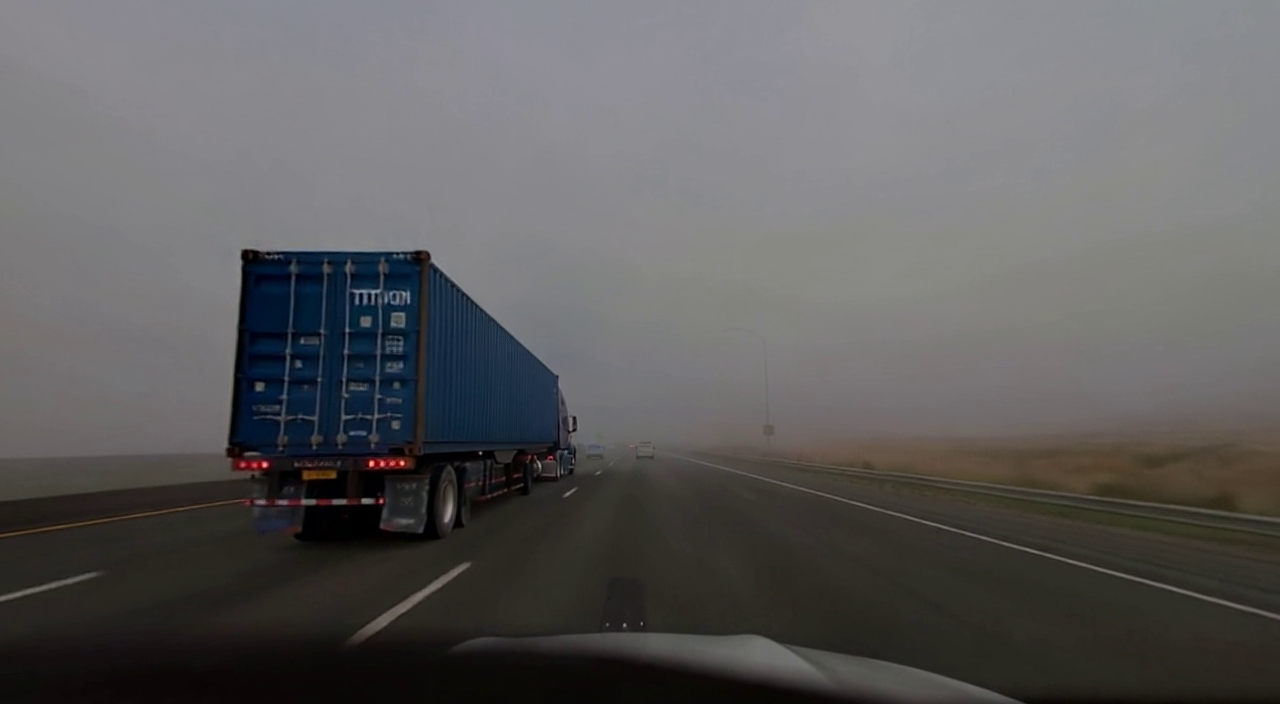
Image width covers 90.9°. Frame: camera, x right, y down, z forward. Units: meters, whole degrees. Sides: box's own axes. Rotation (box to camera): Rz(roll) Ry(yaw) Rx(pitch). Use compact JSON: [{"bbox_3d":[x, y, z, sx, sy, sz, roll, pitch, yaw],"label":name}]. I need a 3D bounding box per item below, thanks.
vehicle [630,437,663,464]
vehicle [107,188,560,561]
[{"bbox_3d":[0.422,6.644,42.843,2.136,1.718,4.157,0,-8,0],"label":"vehicle"},{"bbox_3d":[-4.044,1.135,13.430,2.840,4.032,13.388,0,-8,1],"label":"vehicle"}]
